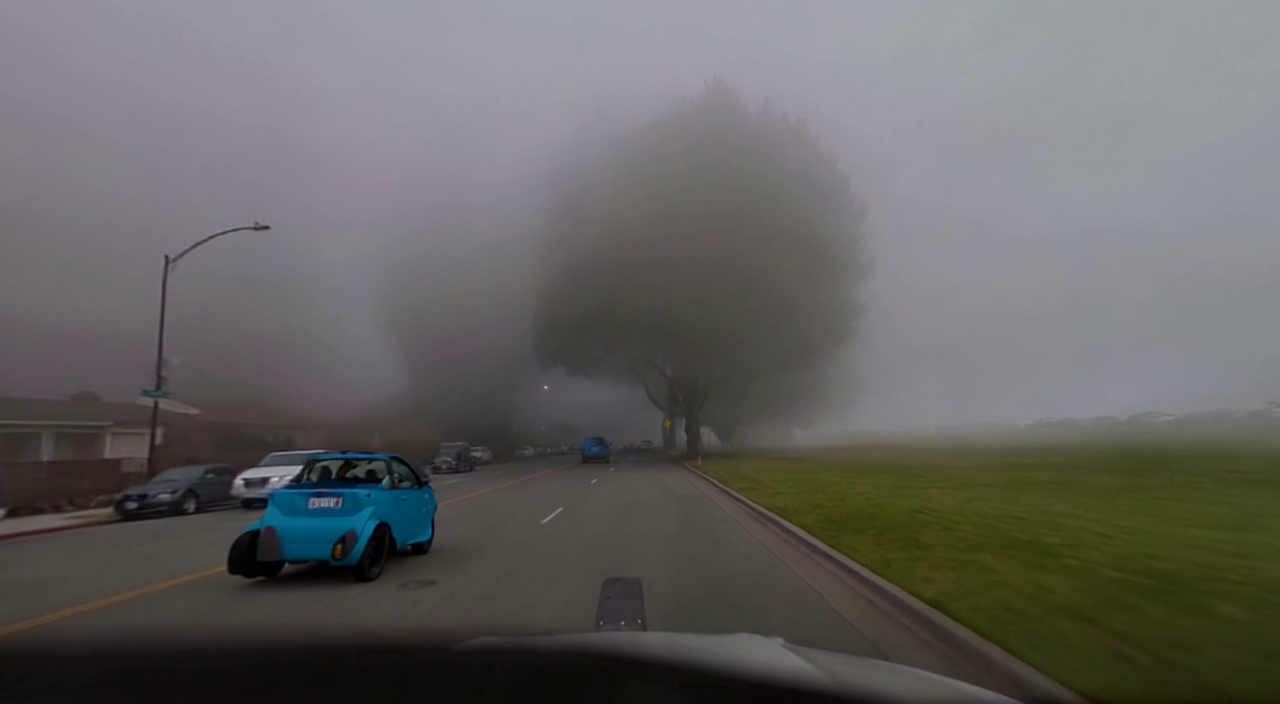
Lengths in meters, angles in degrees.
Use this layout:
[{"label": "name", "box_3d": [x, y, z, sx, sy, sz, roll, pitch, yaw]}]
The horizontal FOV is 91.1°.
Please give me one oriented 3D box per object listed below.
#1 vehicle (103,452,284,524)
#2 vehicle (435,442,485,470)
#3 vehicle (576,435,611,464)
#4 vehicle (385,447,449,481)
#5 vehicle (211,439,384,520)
[{"label": "vehicle", "box_3d": [-12.298, 3.699, 17.757, 1.910, 1.462, 4.581, -4, -7, -2]}, {"label": "vehicle", "box_3d": [-12.277, 7.133, 43.054, 2.066, 1.785, 4.608, 0, -9, 0]}, {"label": "vehicle", "box_3d": [-3.025, 6.479, 41.838, 1.908, 1.809, 4.230, 0, -8, 1]}, {"label": "vehicle", "box_3d": [-12.335, 6.208, 35.062, 2.106, 1.701, 4.629, 0, -8, -3]}, {"label": "vehicle", "box_3d": [-9.108, 3.393, 17.320, 2.019, 1.907, 4.697, 0, -9, 1]}]
